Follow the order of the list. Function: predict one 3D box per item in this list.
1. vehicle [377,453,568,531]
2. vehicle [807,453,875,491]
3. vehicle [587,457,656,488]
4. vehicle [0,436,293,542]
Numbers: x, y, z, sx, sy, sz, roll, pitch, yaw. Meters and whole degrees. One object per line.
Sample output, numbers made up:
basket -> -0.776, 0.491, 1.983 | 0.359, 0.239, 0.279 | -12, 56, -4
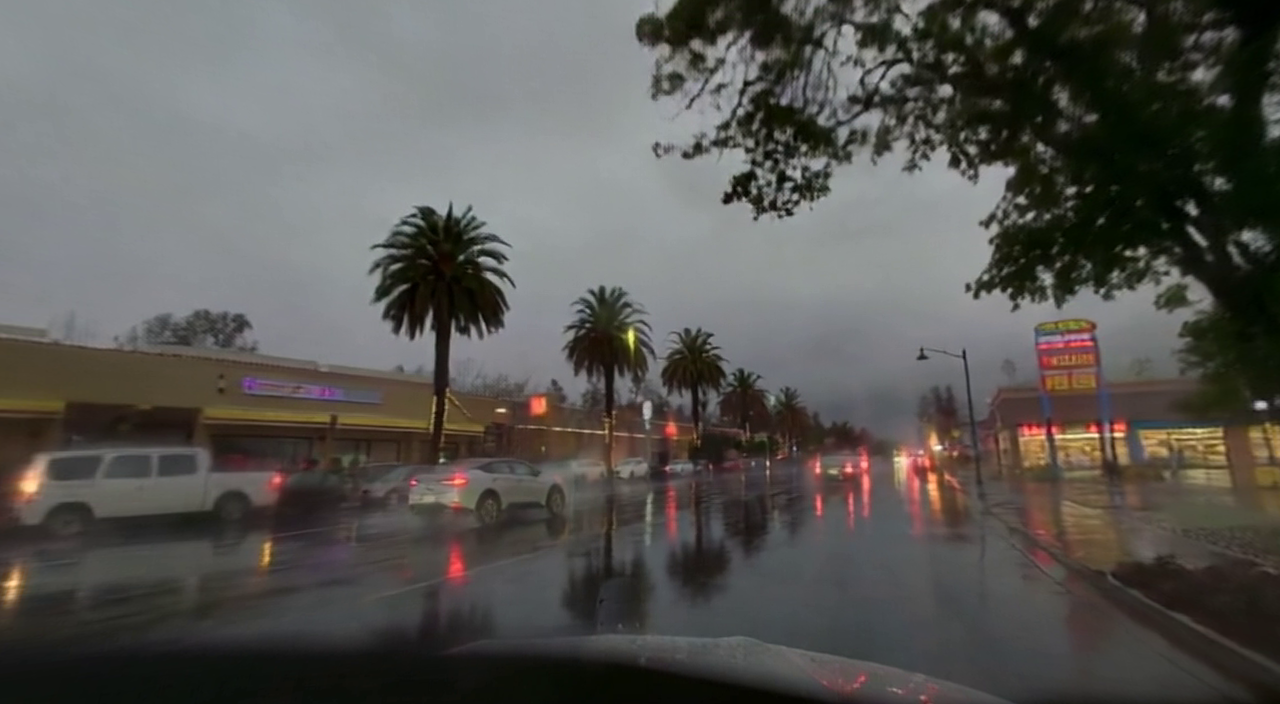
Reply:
vehicle -> -3.790, 3.220, 15.192 | 2.090, 1.520, 4.452 | -4, -9, 23
vehicle -> 9.175, 5.345, 28.466 | 2.139, 1.461, 4.918 | -4, -10, 26
vehicle -> -0.936, 6.650, 35.135 | 1.981, 1.493, 4.721 | -4, -9, 23
vehicle -> -10.384, 2.911, 13.460 | 1.989, 1.792, 4.884 | -6, -13, 22
